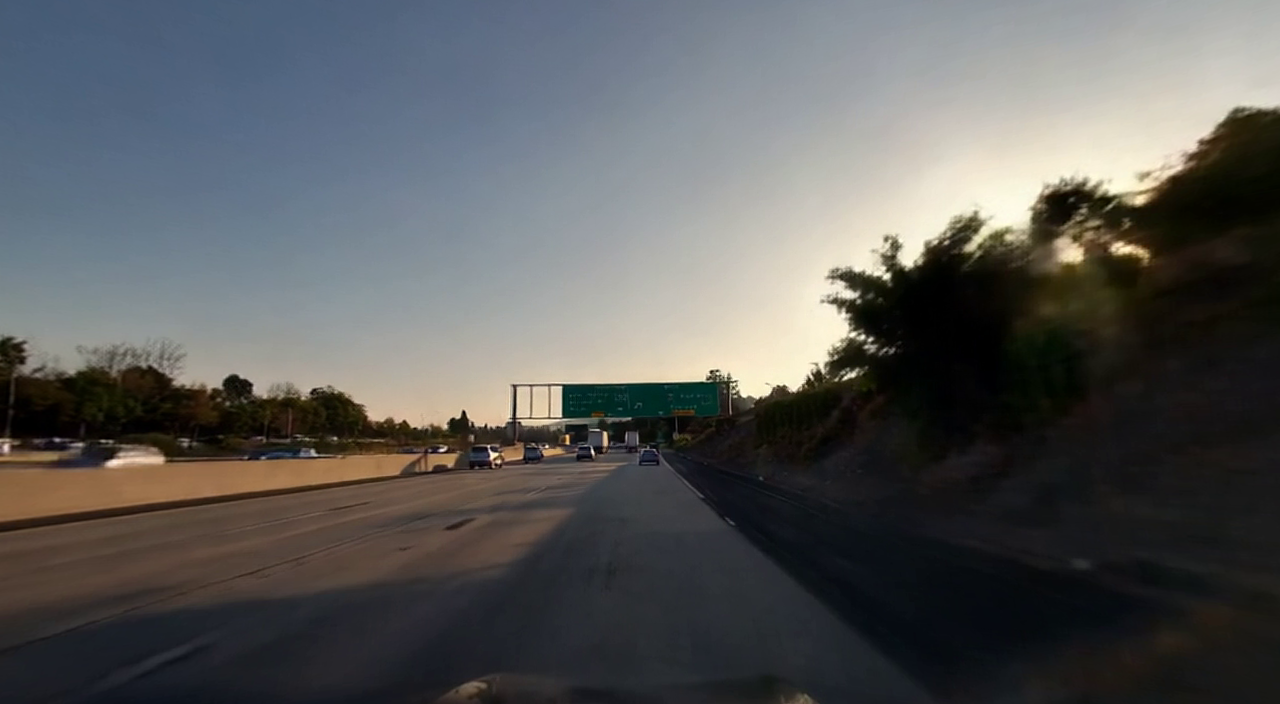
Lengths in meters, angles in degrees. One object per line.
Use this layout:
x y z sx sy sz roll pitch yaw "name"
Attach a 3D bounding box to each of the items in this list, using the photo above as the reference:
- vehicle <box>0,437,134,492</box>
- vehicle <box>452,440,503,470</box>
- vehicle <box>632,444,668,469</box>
-19.307 3.602 20.568 1.870 1.567 4.567 0 -8 -1 "vehicle"
-9.339 5.909 36.520 1.954 1.605 4.023 0 -8 -1 "vehicle"
0.605 6.484 39.272 2.137 1.461 3.999 -1 -8 1 "vehicle"
